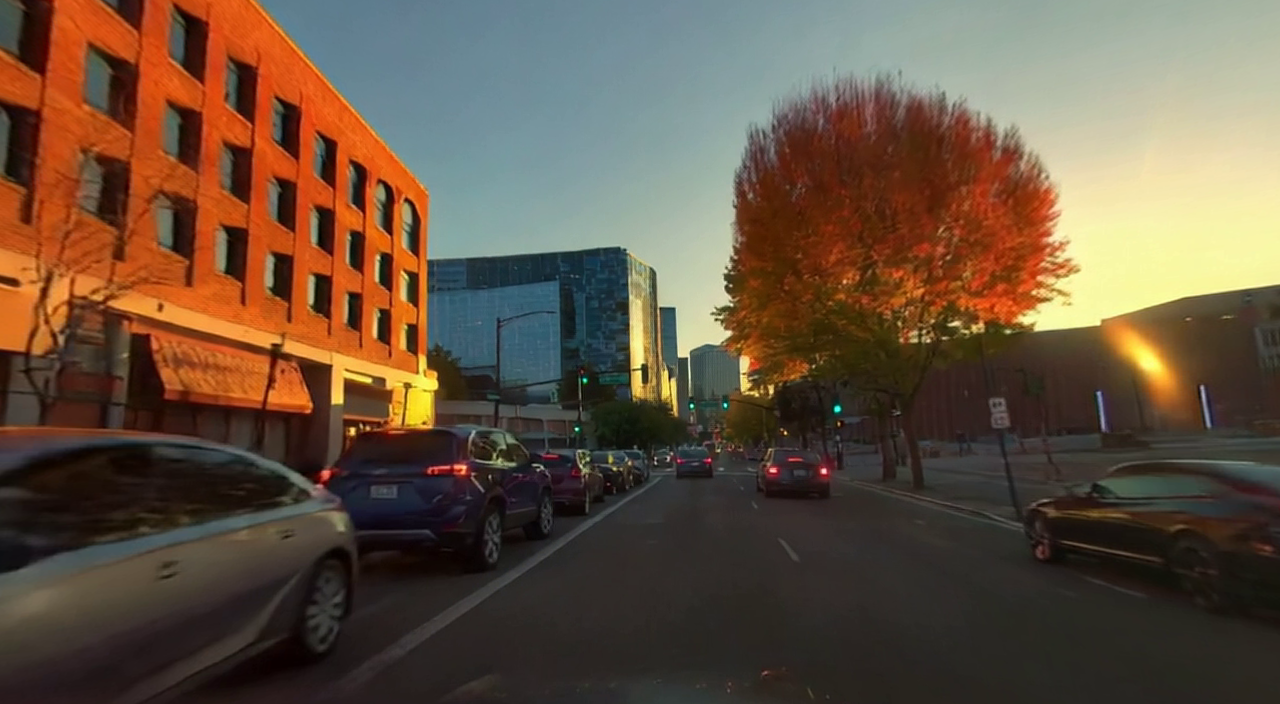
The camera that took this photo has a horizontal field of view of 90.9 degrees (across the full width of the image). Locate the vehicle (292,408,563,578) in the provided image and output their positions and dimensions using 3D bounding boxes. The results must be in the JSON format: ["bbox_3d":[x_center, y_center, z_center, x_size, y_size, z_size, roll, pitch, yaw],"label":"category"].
[{"bbox_3d":[-2.600,1.864,9.096,2.043,1.819,4.294,0,-9,6],"label":"vehicle"}]

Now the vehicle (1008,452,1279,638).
[{"bbox_3d":[6.242,1.854,6.950,1.956,1.446,4.537,0,-9,5],"label":"vehicle"}]

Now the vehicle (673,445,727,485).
[{"bbox_3d":[2.566,4.754,26.682,2.102,1.521,4.078,0,-9,6],"label":"vehicle"}]

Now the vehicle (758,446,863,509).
[{"bbox_3d":[4.510,3.370,17.423,2.150,1.464,4.467,-1,-9,7],"label":"vehicle"}]

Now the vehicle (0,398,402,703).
[{"bbox_3d":[-2.986,0.992,2.541,2.214,1.496,4.648,0,-9,0],"label":"vehicle"}]
